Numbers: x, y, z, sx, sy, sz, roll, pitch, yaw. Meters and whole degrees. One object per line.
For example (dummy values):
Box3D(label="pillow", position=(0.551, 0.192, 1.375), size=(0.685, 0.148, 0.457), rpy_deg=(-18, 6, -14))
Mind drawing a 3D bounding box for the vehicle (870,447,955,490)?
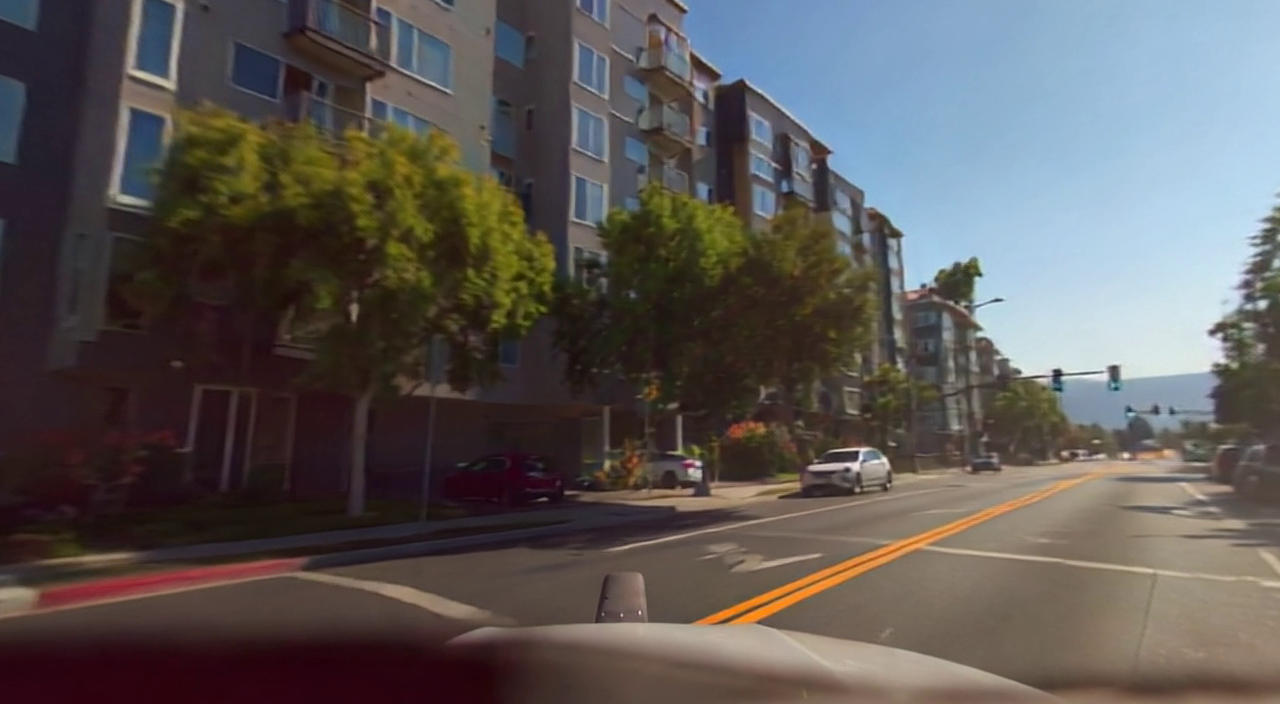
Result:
Box3D(label="vehicle", position=(10.382, 4.326, 23.871), size=(1.789, 1.462, 4.313), rpy_deg=(-7, -11, 38))

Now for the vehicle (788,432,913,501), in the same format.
Box3D(label="vehicle", position=(6.525, 3.409, 19.262), size=(1.993, 1.817, 4.619), rpy_deg=(-7, -11, 39))

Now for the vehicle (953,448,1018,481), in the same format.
Box3D(label="vehicle", position=(17.601, 5.656, 32.089), size=(1.934, 1.484, 4.630), rpy_deg=(-7, -11, 39))
